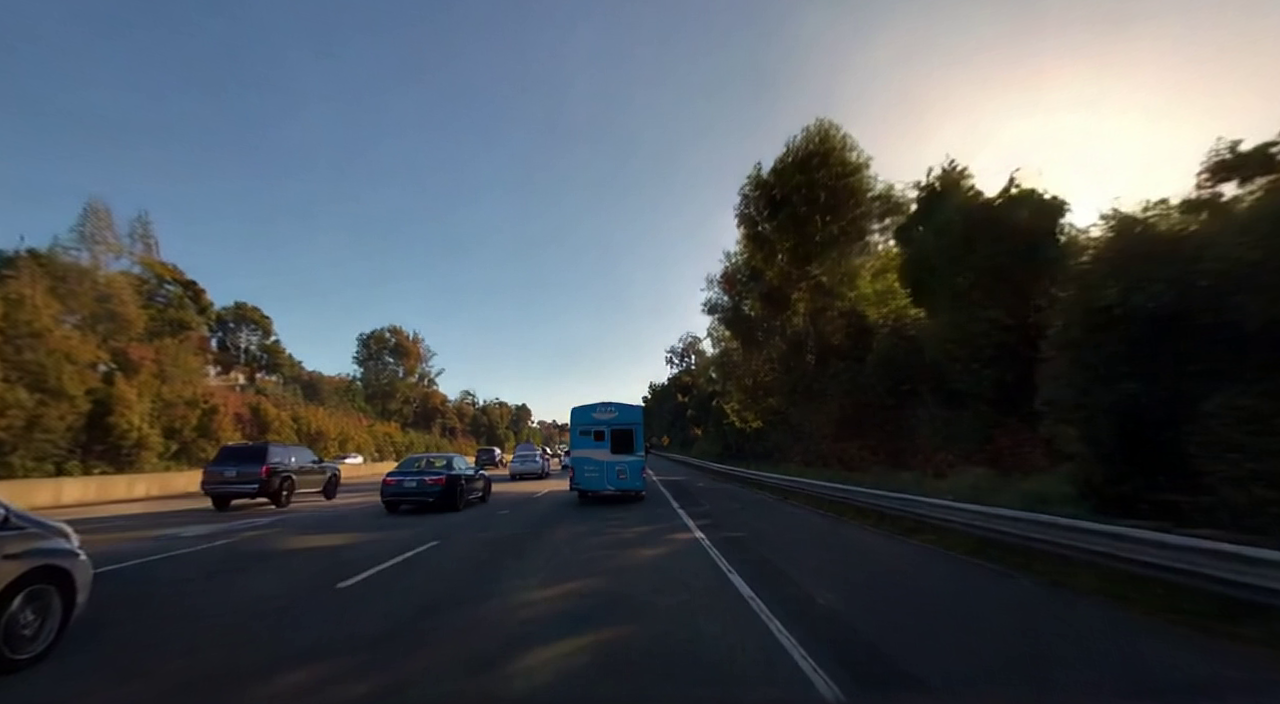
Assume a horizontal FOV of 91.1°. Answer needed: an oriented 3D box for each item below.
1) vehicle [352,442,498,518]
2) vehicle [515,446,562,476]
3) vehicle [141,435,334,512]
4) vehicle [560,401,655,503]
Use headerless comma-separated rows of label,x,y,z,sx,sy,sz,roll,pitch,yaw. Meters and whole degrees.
vehicle,-4.671,2.821,14.353,1.876,1.438,4.072,0,-9,0
vehicle,-5.240,5.662,32.799,1.872,1.480,3.545,0,-9,0
vehicle,-9.708,2.947,15.692,2.010,1.621,4.252,0,-9,-1
vehicle,-0.835,2.934,18.616,2.394,2.556,5.232,0,-9,0
